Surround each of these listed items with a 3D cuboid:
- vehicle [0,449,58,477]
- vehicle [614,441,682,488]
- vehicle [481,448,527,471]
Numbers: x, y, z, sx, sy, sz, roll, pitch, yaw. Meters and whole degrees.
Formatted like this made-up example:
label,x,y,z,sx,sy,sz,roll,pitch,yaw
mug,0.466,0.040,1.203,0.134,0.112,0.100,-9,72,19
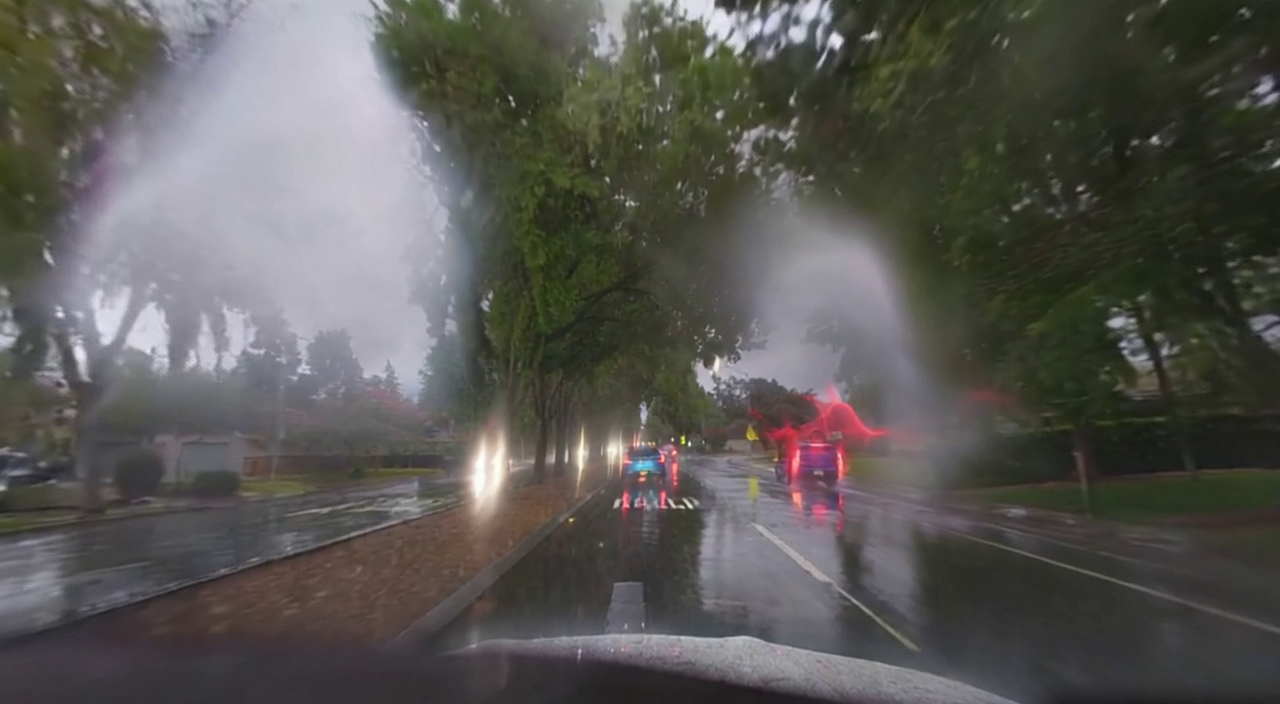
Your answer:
label,x,y,z,sx,sy,sz,roll,pitch,yaw
vehicle,-39.112,6.886,39.155,1.858,1.621,3.767,-2,-9,12
vehicle,0.257,3.953,22.495,2.158,1.469,4.909,0,-9,0
vehicle,-9.178,7.303,42.919,2.030,1.468,4.469,-1,-9,2
